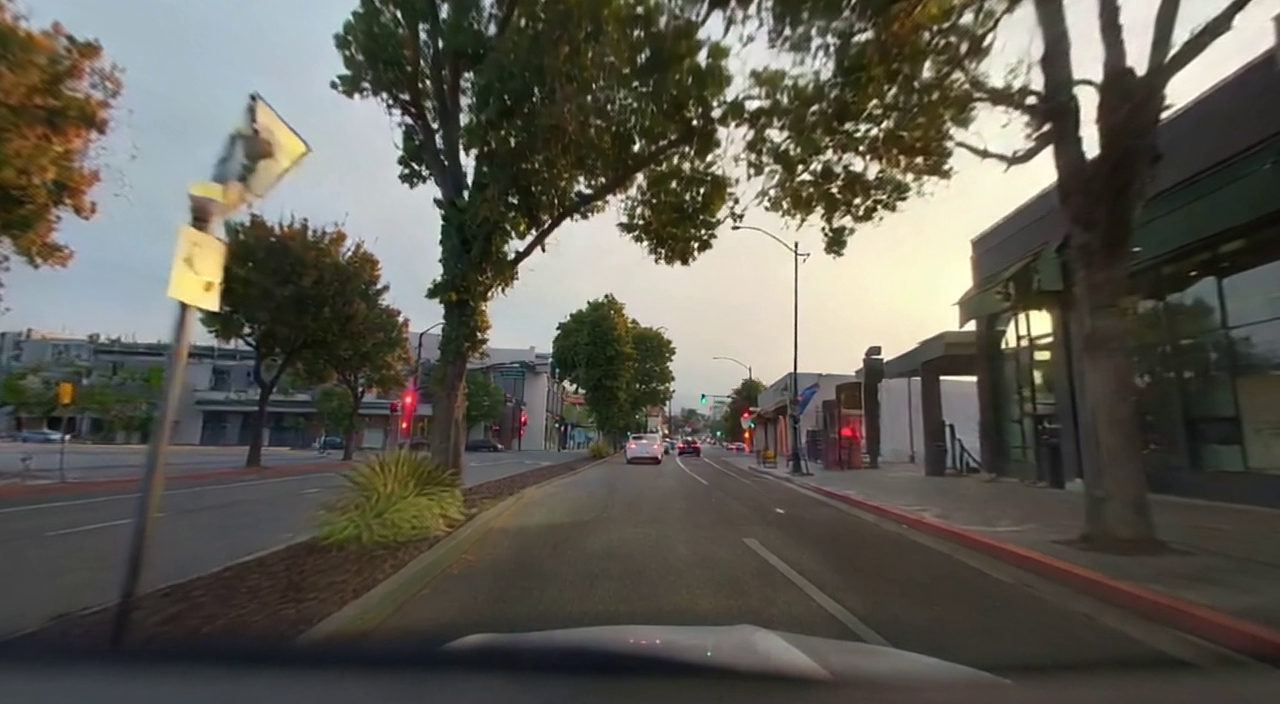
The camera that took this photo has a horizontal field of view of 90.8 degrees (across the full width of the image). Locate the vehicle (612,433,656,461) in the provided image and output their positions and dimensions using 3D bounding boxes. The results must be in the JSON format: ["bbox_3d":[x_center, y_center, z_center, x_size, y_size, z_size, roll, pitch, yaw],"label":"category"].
[{"bbox_3d":[-0.255,5.331,35.494,2.173,1.479,4.264,0,-8,3],"label":"vehicle"}]
